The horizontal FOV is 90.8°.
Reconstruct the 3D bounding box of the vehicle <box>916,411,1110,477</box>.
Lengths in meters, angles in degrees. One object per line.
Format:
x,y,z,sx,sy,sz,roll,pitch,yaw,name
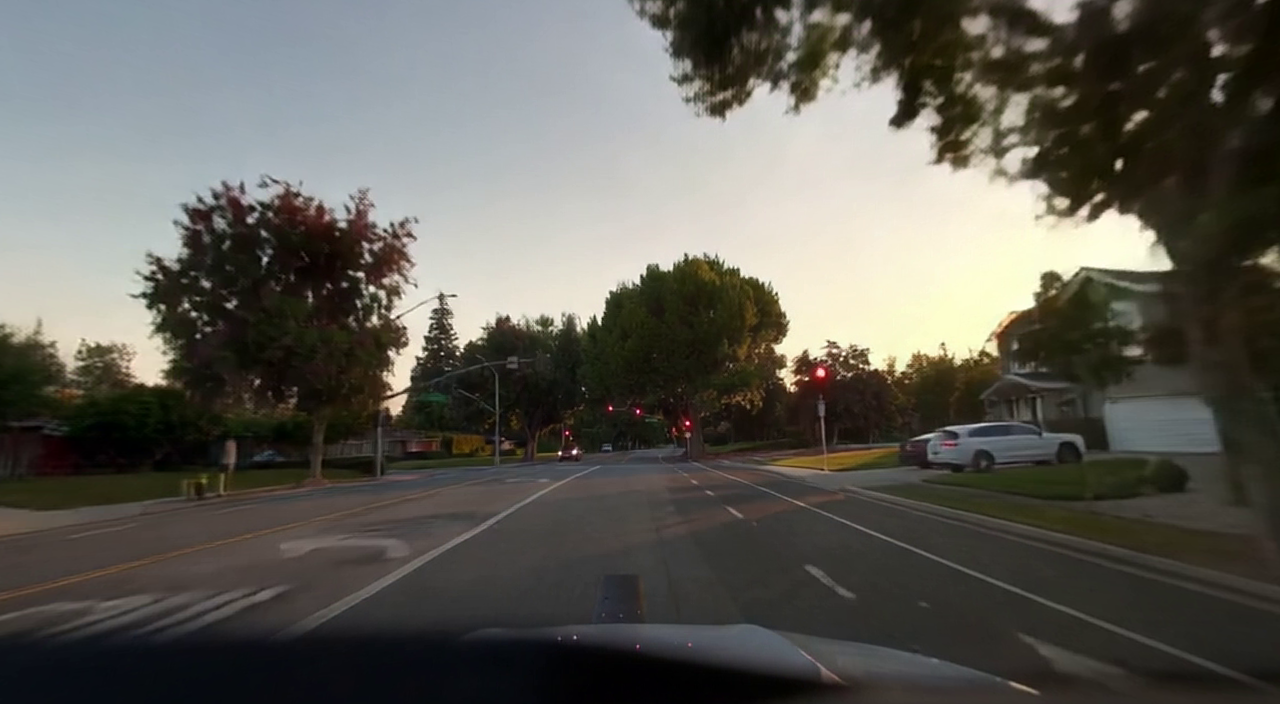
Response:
10.772,2.691,18.496,4.423,1.779,1.883,0,-8,0,vehicle
